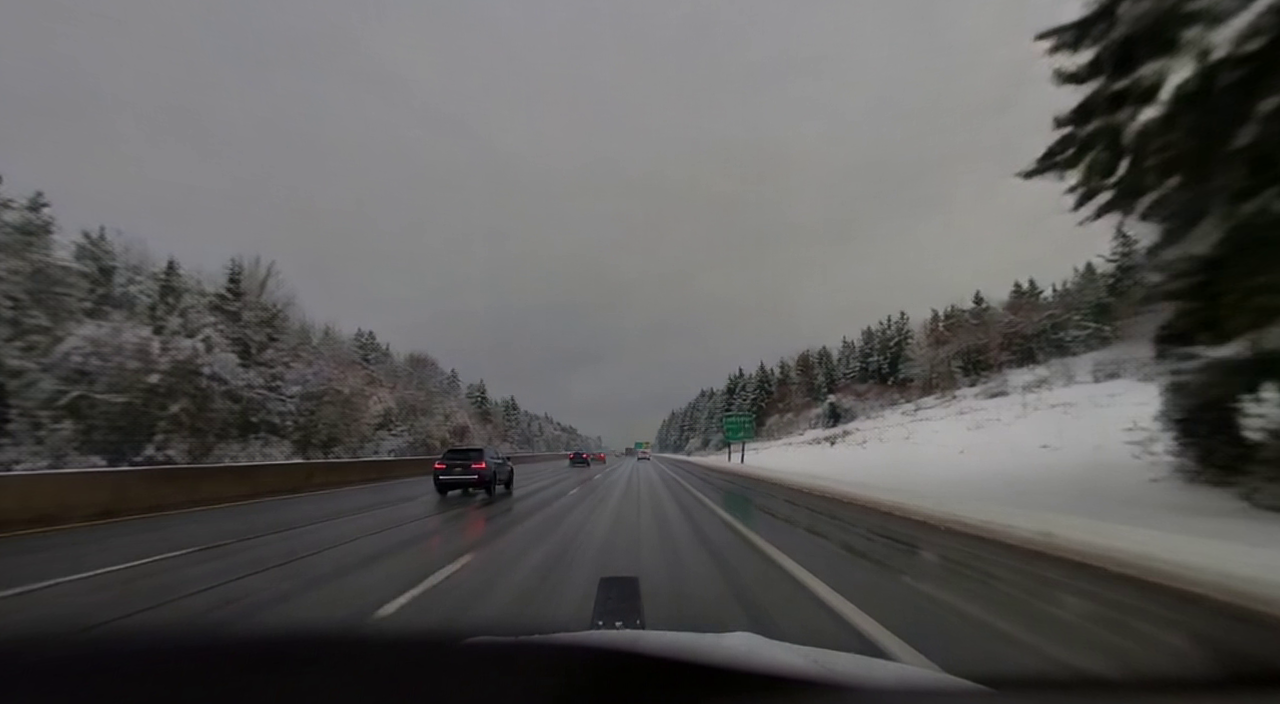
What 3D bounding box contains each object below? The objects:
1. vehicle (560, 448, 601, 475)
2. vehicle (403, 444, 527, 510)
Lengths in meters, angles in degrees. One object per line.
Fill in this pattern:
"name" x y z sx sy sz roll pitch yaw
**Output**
"vehicle" -3.520 6.552 37.904 2.005 1.474 3.921 0 -9 1
"vehicle" -4.486 3.263 16.962 1.975 1.501 4.603 0 -9 1
